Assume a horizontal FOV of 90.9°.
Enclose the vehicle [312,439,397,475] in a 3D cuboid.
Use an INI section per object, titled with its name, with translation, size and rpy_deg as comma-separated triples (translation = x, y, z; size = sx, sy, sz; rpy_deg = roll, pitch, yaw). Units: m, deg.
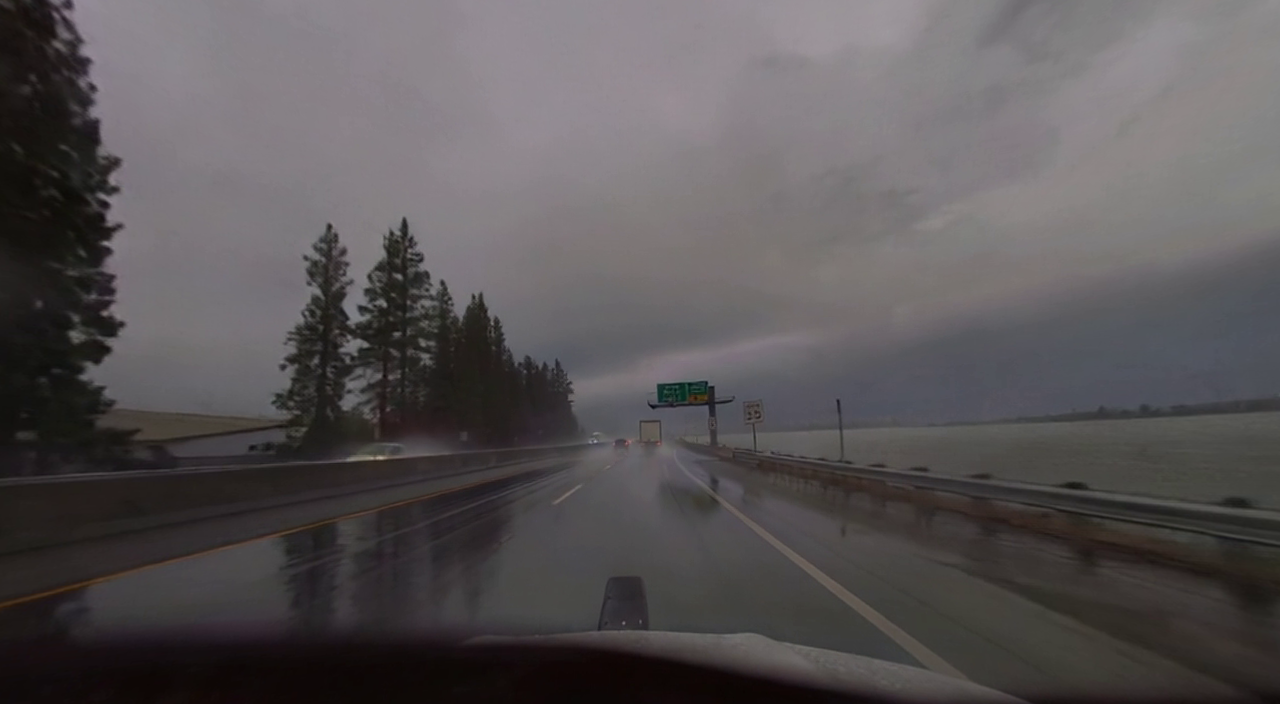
[vehicle]
translation = -13.915, 5.130, 31.043
size = 2.090, 1.639, 4.451
rpy_deg = 0, -8, 0
